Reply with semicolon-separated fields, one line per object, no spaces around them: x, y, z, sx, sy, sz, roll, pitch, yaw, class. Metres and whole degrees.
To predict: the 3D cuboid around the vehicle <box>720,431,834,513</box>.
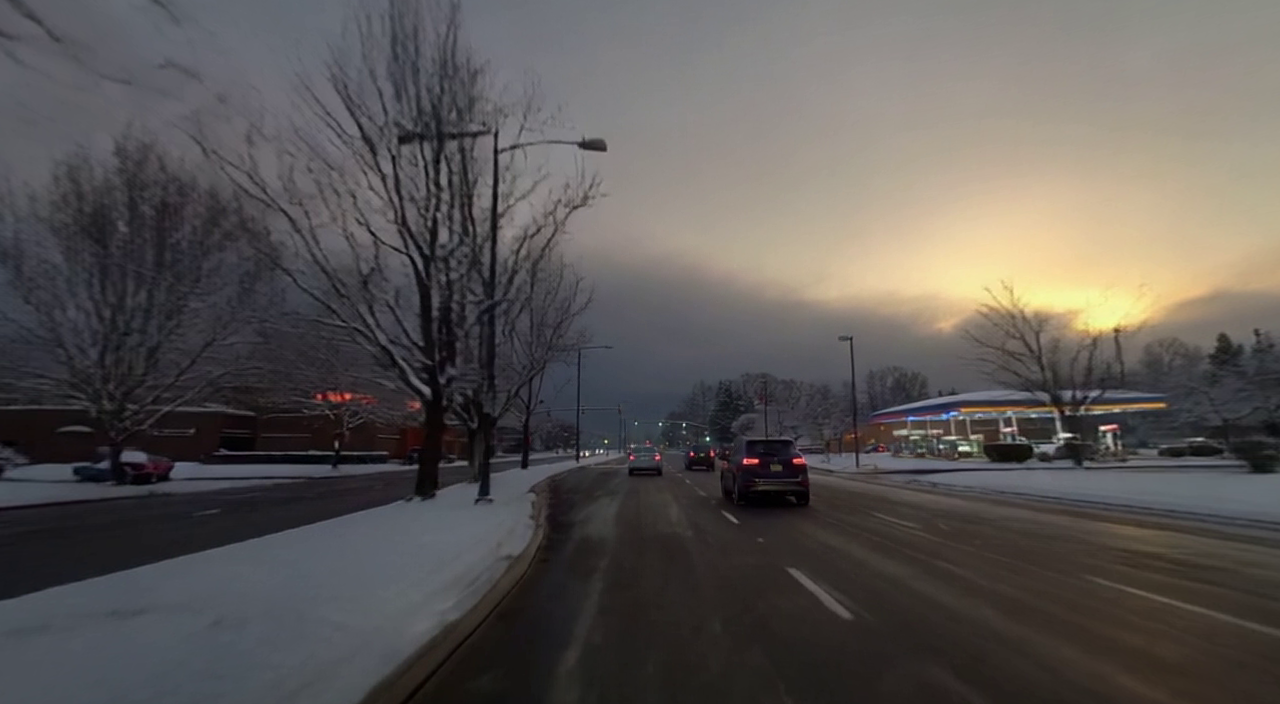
3.220;2.896;15.646;1.872;1.752;3.896;0;-8;-1;vehicle

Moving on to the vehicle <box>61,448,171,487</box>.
-25.556;5.576;30.796;1.867;1.699;3.782;-8;-11;42;vehicle

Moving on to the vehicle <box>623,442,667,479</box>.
0.240;5.204;30.636;1.991;1.664;3.814;0;-8;0;vehicle

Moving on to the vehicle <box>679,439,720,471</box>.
3.853;6.749;41.426;2.154;1.975;4.634;0;-8;-1;vehicle
